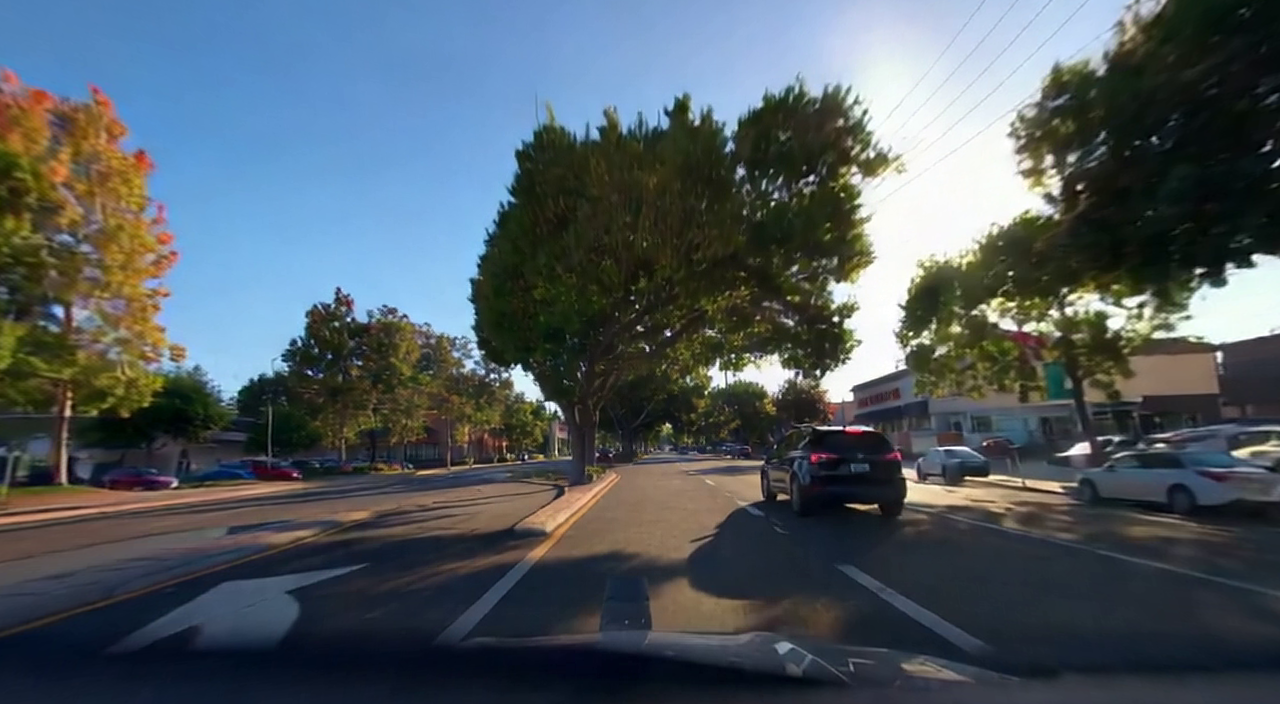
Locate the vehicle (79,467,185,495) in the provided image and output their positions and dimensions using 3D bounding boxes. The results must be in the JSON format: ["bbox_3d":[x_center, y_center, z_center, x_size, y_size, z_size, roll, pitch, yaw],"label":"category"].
[{"bbox_3d":[-29.448,7.466,36.634,4.483,1.480,2.045,-1,-9,4],"label":"vehicle"}]

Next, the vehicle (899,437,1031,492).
[{"bbox_3d":[10.968,3.799,21.719,2.154,1.678,4.428,0,-9,0],"label":"vehicle"}]

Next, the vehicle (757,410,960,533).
[{"bbox_3d":[3.711,2.139,11.808,2.183,1.845,4.482,0,-8,0],"label":"vehicle"}]

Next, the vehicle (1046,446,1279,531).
[{"bbox_3d":[10.925,2.715,13.279,1.821,1.463,4.437,0,-8,1],"label":"vehicle"}]
